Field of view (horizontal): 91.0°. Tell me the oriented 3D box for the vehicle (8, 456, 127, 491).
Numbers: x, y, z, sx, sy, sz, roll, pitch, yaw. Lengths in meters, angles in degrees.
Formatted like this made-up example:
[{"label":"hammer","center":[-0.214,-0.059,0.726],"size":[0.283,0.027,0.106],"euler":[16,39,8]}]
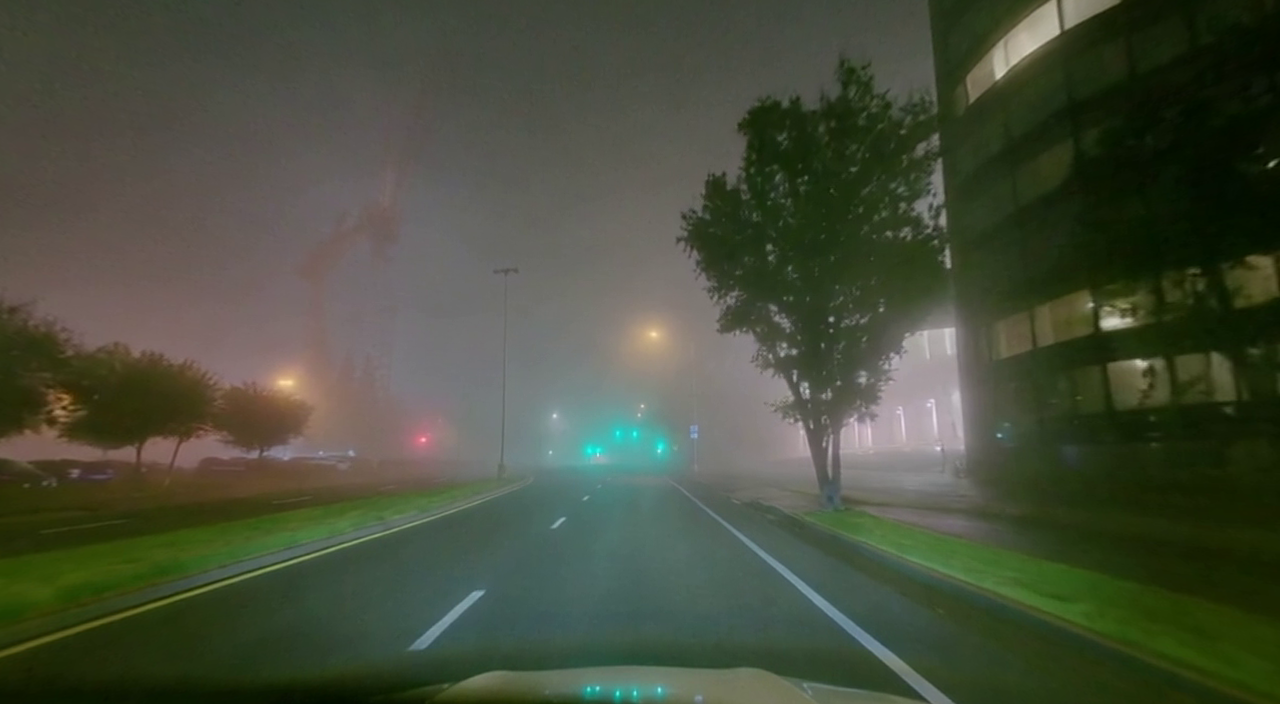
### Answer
[{"label":"vehicle","center":[-25.665,5.450,28.300],"size":[3.580,1.435,1.805],"euler":[0,-9,2]}]
